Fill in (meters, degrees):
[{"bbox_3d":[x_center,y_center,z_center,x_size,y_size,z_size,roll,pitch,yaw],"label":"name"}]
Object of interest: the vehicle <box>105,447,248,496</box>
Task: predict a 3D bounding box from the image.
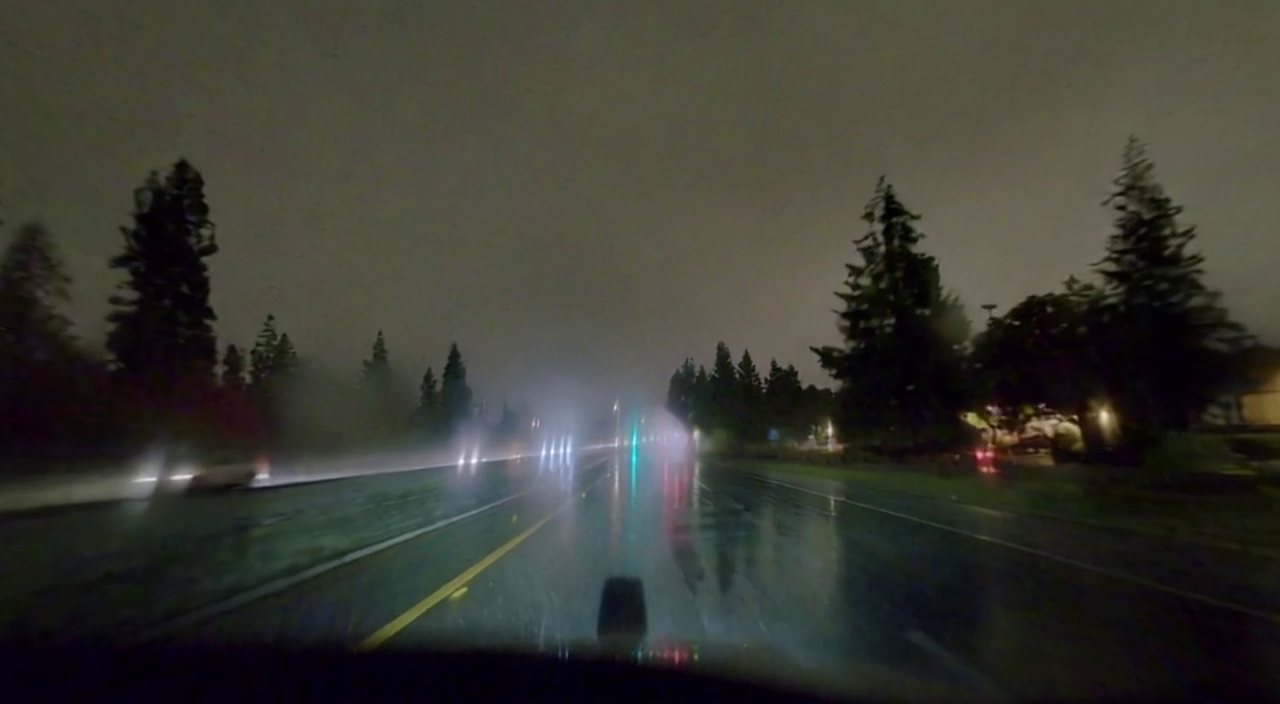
[{"bbox_3d":[-18.293,4.679,25.246,2.029,1.737,4.748,-1,-8,1],"label":"vehicle"}]
